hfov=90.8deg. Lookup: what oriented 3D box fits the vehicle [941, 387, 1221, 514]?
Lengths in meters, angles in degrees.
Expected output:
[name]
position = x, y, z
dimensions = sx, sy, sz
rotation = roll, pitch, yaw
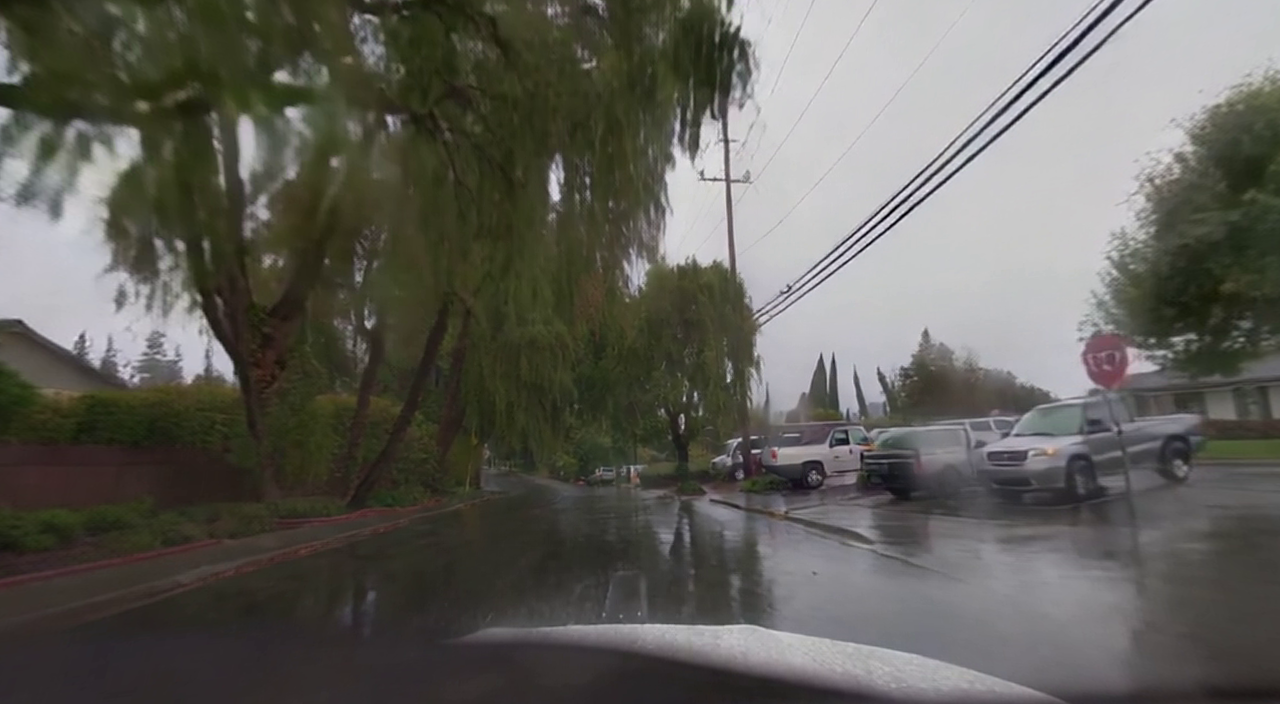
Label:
[vehicle]
position = 8.217, 1.828, 11.777
dimensions = 4.780, 1.984, 1.896
rotation = 4, -9, -23
